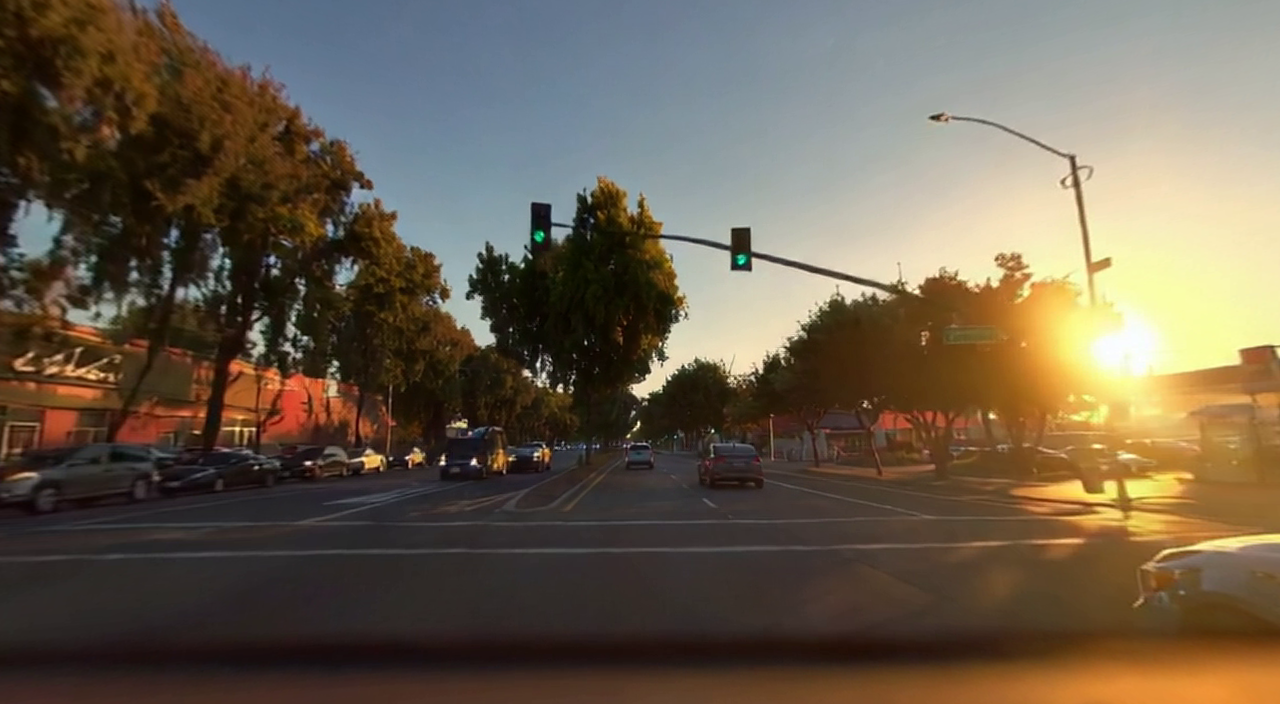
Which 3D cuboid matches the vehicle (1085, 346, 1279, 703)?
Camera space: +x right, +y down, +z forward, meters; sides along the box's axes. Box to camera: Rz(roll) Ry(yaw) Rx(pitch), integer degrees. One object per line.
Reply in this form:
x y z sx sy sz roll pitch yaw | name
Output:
3.640 0.604 1.036 2.117 1.689 5.113 0 -8 1 | vehicle

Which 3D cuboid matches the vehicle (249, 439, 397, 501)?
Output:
-8.974 3.348 18.435 2.165 1.557 4.515 0 -9 -3 | vehicle

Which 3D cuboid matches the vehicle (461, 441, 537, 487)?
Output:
-5.150 4.102 23.671 1.953 1.526 4.349 0 -8 -1 | vehicle

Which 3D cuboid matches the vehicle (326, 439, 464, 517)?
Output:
-5.437 2.798 14.690 1.972 1.466 4.493 2 -8 -8 | vehicle

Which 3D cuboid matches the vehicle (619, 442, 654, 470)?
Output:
-0.255 6.373 38.780 2.029 1.605 3.827 0 -8 -2 | vehicle

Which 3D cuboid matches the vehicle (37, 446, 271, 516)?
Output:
-12.399 3.279 16.741 2.186 1.532 5.087 0 -8 -1 | vehicle

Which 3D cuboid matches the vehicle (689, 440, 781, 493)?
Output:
2.853 3.576 20.105 2.061 1.487 4.462 0 -8 -3 | vehicle

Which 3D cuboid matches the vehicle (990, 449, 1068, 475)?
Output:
24.276 6.853 39.630 1.894 1.485 4.606 0 -8 -1 | vehicle
